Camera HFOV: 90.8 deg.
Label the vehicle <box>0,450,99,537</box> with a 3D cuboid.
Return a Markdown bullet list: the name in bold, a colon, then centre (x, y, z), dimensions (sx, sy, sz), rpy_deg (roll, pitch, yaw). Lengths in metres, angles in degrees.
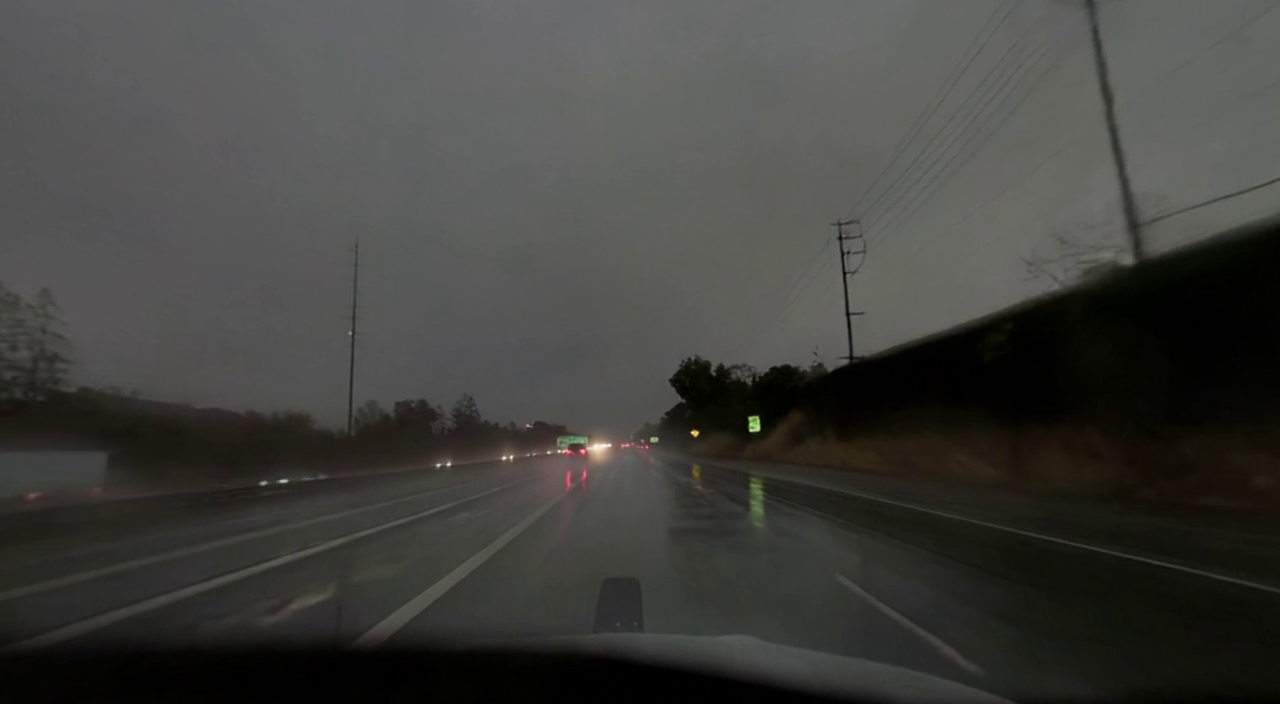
- **vehicle**: centre (-29.013, 6.325, 28.636), dimensions (2.914, 3.668, 6.632), rpy_deg (0, -8, 0)
